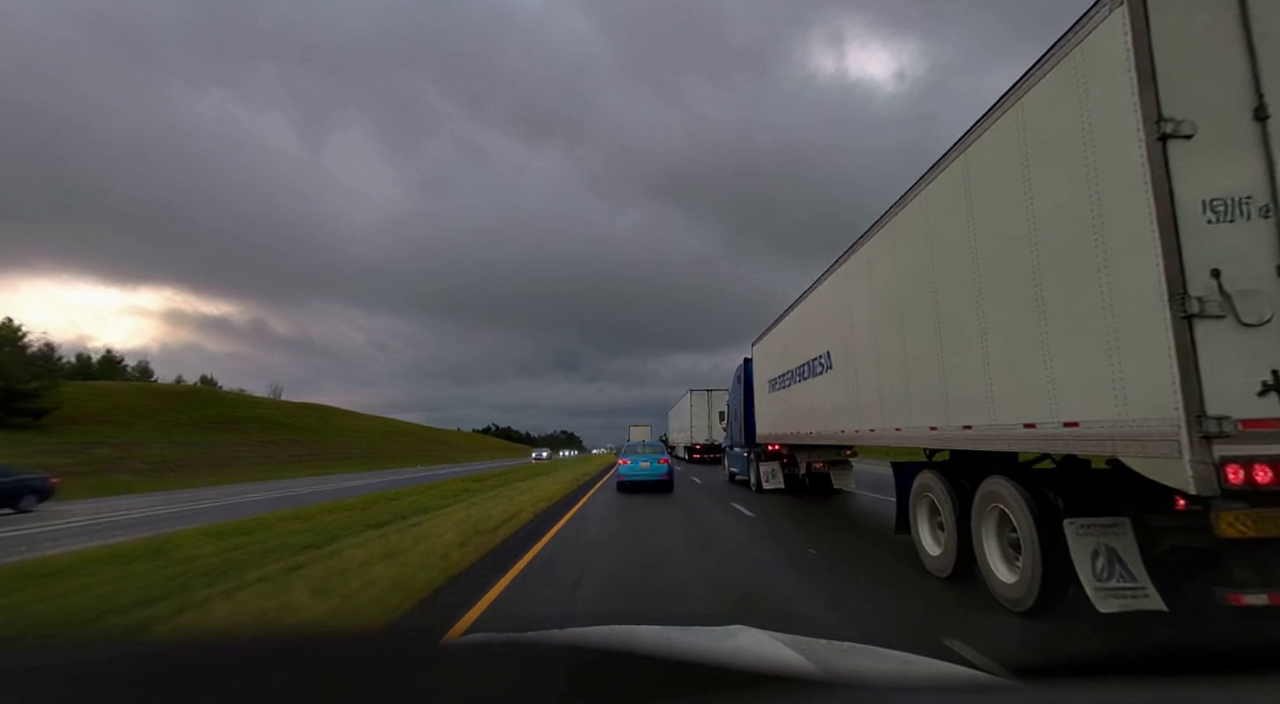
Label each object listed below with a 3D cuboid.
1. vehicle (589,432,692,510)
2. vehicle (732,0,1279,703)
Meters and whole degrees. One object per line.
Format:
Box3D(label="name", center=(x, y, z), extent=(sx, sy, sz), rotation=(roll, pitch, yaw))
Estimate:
Box3D(label="vehicle", center=(0.008, 2.616, 14.376), extent=(2.045, 1.507, 3.763), rotation=(-1, -8, 0))
Box3D(label="vehicle", center=(4.430, 0.564, 10.500), extent=(3.410, 4.438, 14.410), rotation=(-1, -8, -1))
